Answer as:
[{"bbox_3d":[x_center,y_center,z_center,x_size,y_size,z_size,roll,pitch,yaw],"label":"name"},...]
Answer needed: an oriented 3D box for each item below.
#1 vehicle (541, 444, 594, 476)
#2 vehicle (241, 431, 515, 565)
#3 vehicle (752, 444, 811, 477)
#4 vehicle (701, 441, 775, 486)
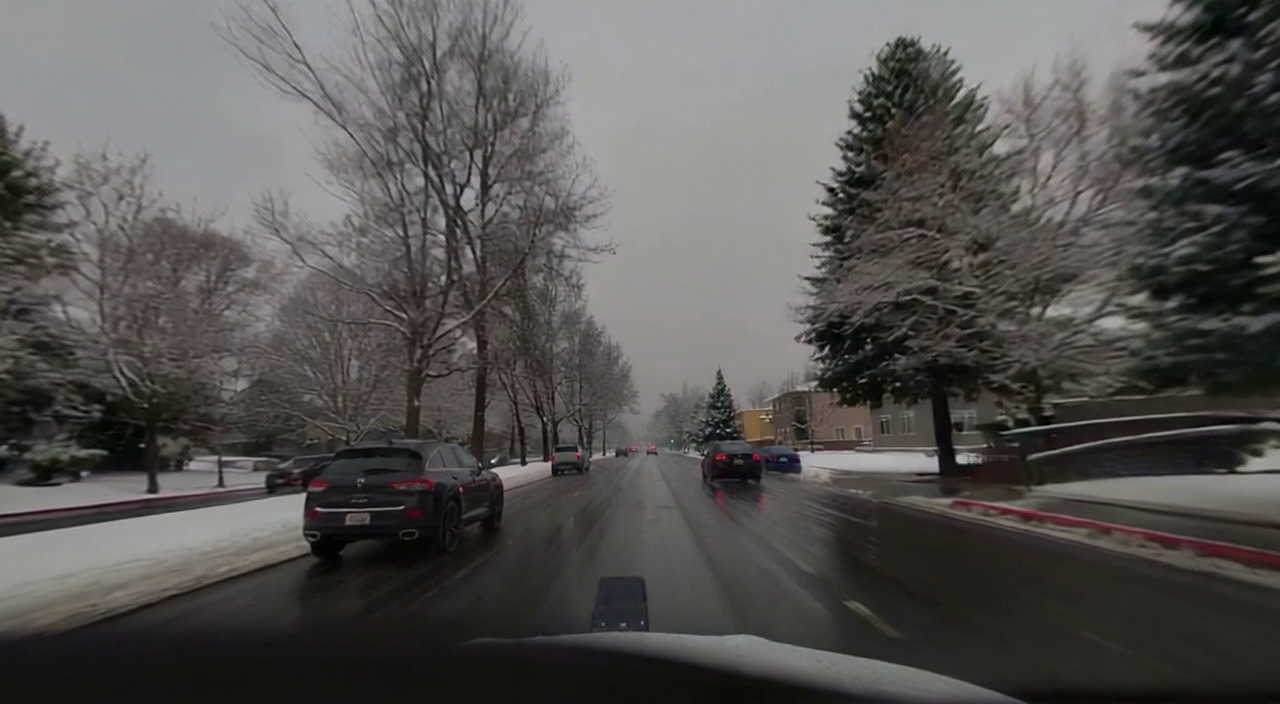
[{"bbox_3d":[-3.536,5.367,31.612,1.988,1.497,4.404,0,-9,2],"label":"vehicle"},{"bbox_3d":[-3.376,1.972,9.299,2.053,1.480,4.381,0,-9,2],"label":"vehicle"},{"bbox_3d":[6.745,5.214,30.484,1.912,1.433,4.265,0,-9,0],"label":"vehicle"},{"bbox_3d":[3.505,4.103,23.496,2.010,1.486,4.498,0,-9,0],"label":"vehicle"}]
